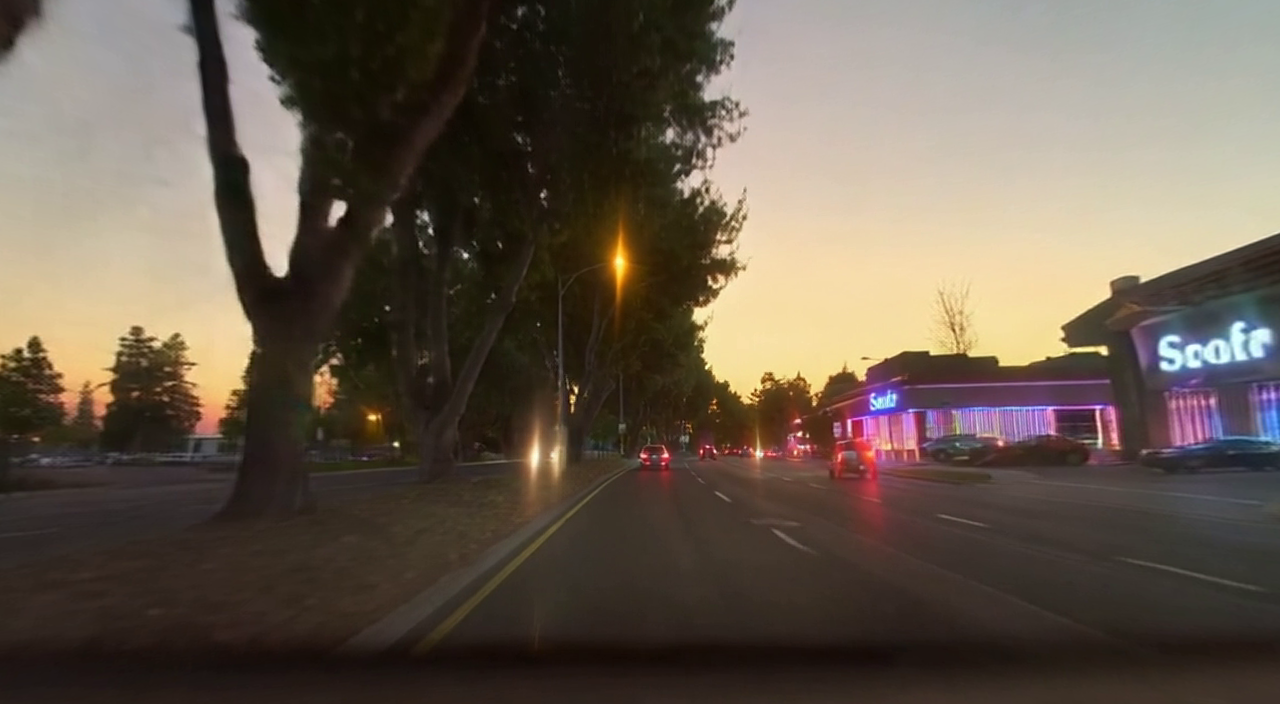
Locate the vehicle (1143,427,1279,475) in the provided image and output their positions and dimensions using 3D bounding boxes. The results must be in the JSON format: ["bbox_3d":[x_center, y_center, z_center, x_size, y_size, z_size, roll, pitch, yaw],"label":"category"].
[{"bbox_3d":[22.032,3.758,24.113,1.864,1.655,4.179,1,-9,-6],"label":"vehicle"}]

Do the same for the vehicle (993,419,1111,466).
[{"bbox_3d":[29.454,6.498,45.326,6.569,3.235,2.798,1,-9,-8],"label":"vehicle"}]

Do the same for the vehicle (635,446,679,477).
[{"bbox_3d":[0.890,5.536,32.148,2.095,1.456,3.873,-1,-9,2],"label":"vehicle"}]

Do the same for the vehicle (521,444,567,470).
[{"bbox_3d":[-6.602,7.272,43.958,2.102,1.735,4.491,-1,-8,5],"label":"vehicle"}]

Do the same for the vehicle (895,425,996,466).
[{"bbox_3d":[21.606,6.651,44.884,5.953,2.747,2.389,1,-9,-7],"label":"vehicle"}]
